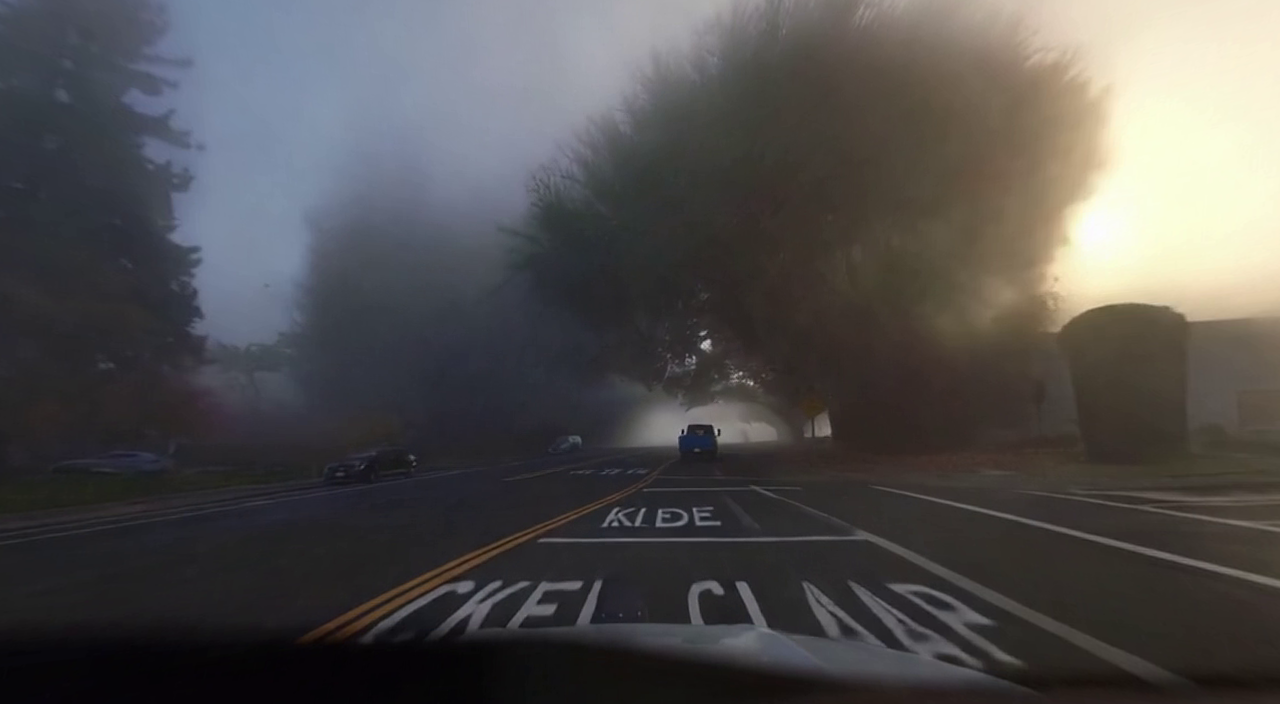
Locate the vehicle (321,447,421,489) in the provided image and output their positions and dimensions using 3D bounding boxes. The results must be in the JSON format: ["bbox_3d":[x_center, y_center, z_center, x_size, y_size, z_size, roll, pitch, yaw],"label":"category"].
[{"bbox_3d":[-11.454,4.933,27.327,1.873,1.508,4.483,-3,-7,9],"label":"vehicle"}]

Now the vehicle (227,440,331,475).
[{"bbox_3d":[-18.564,5.428,32.622,4.168,1.735,1.925,-1,-8,2],"label":"vehicle"}]

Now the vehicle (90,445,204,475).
[{"bbox_3d":[-24.992,5.473,32.127,4.268,1.409,1.897,-1,-8,4],"label":"vehicle"}]

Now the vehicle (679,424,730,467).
[{"bbox_3d":[3.315,4.692,31.638,2.153,1.942,4.767,-2,-9,10],"label":"vehicle"}]
